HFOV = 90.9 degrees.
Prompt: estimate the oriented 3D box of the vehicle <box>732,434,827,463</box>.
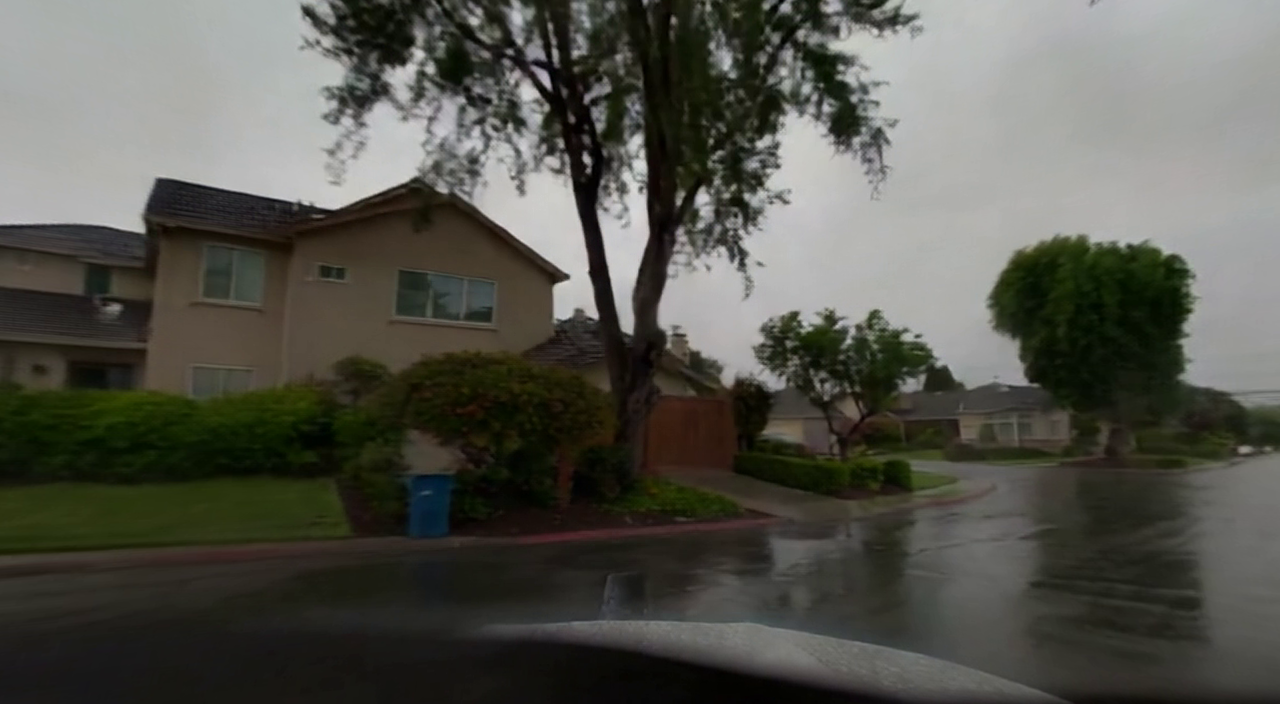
[{"bbox_3d":[7.708,5.318,34.757,5.089,1.517,1.791,4,-11,-27],"label":"vehicle"}]
